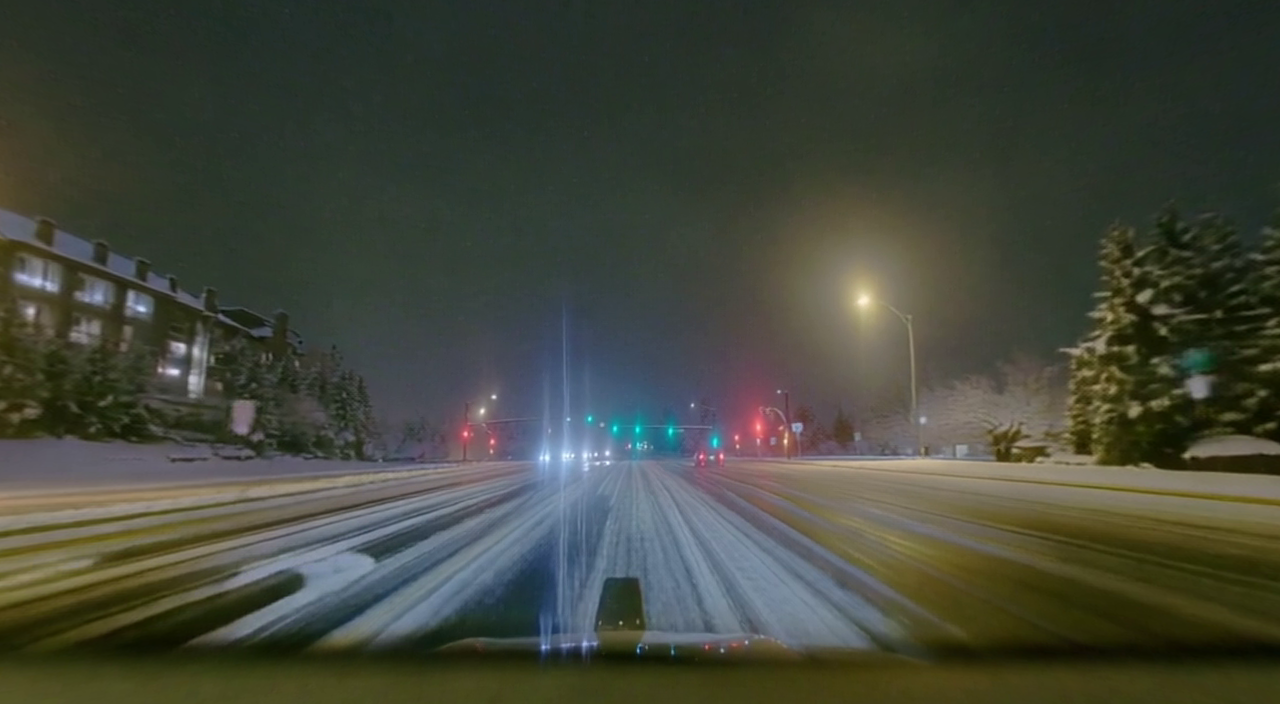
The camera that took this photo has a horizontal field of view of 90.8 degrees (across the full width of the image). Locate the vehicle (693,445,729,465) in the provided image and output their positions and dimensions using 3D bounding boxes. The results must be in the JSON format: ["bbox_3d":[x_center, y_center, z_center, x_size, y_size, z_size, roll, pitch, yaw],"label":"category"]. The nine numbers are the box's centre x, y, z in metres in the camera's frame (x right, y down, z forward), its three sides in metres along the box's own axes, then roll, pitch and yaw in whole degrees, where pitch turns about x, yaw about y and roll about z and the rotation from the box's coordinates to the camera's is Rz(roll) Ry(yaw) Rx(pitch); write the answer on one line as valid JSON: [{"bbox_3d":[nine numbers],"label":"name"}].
[{"bbox_3d":[5.409,7.920,48.738,2.187,1.475,4.529,0,-8,-2],"label":"vehicle"}]
